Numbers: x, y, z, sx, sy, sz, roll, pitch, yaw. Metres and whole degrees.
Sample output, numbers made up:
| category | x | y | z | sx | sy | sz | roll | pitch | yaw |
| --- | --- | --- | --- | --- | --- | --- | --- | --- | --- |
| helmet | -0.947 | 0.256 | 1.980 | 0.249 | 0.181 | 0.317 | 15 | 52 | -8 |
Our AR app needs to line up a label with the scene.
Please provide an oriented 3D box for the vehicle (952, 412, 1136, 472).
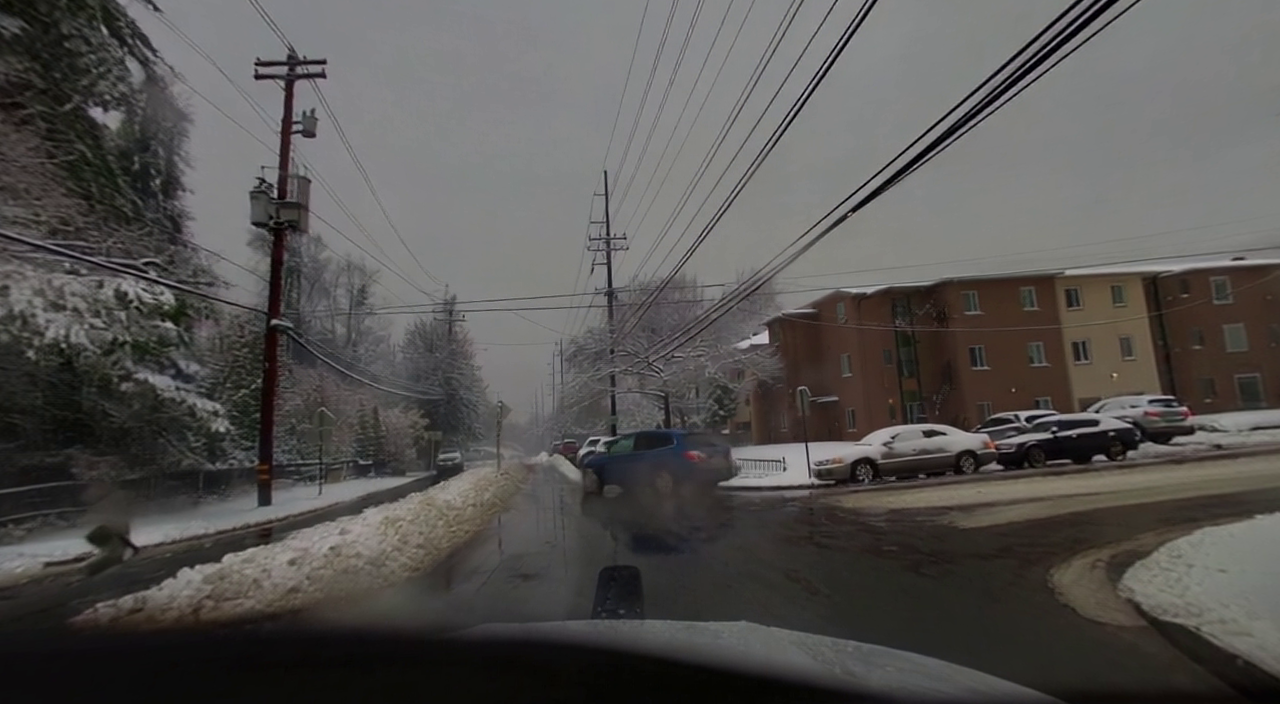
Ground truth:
| category | x | y | z | sx | sy | sz | roll | pitch | yaw |
| --- | --- | --- | --- | --- | --- | --- | --- | --- | --- |
| vehicle | 12.934 | 2.902 | 20.353 | 4.830 | 1.490 | 1.878 | -2 | -11 | -12 |

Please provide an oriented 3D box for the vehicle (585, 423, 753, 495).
| category | x | y | z | sx | sy | sz | roll | pitch | yaw |
| --- | --- | --- | --- | --- | --- | --- | --- | --- | --- |
| vehicle | 0.729 | 3.156 | 18.923 | 2.155 | 1.872 | 4.790 | 8 | -12 | -44 |

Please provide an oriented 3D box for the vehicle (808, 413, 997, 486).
| category | x | y | z | sx | sy | sz | roll | pitch | yaw |
| --- | --- | --- | --- | --- | --- | --- | --- | --- | --- |
| vehicle | 7.903 | 2.963 | 19.220 | 4.877 | 1.755 | 1.918 | -2 | -10 | -11 |
